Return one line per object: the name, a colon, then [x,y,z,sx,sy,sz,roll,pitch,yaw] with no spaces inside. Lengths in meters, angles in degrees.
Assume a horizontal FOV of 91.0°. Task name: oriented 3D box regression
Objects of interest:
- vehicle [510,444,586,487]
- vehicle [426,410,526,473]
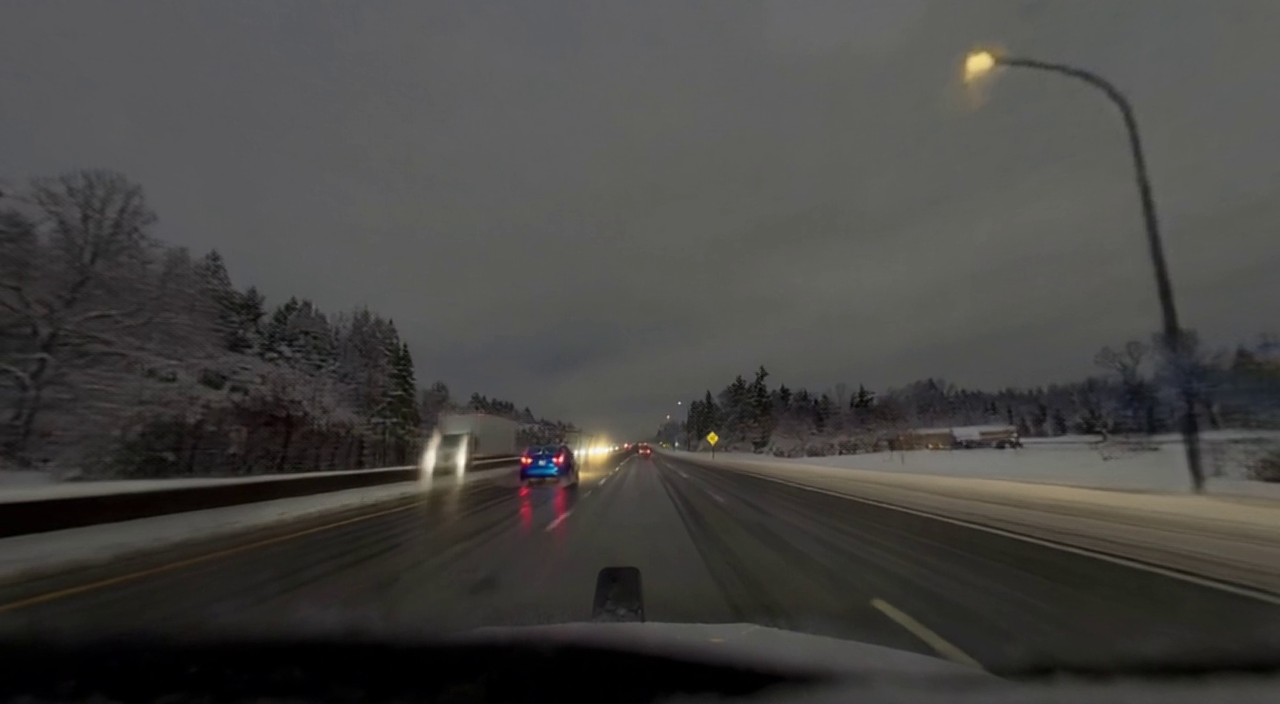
vehicle: [-3.438,4.342,24.439,2.162,1.493,4.583,-1,-9,1]
vehicle: [-10.567,6.131,42.619,3.090,3.520,13.662,-1,-9,0]
